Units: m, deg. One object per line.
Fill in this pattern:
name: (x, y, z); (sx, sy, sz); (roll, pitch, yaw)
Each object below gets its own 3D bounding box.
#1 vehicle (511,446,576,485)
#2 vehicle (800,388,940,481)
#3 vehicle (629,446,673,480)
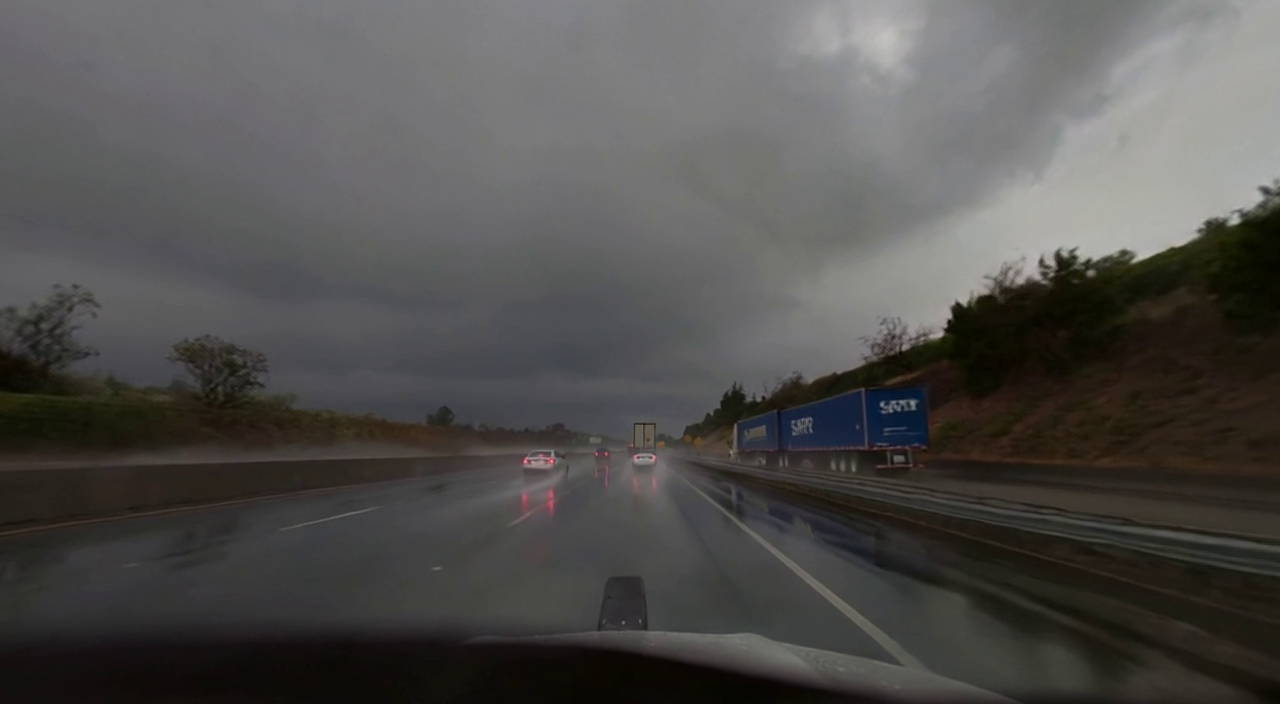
vehicle: (-3.986, 4.777, 26.876); (2.018, 1.504, 4.431); (0, -9, 1)
vehicle: (11.886, 4.677, 34.713); (2.926, 4.094, 13.856); (0, -9, 2)
vehicle: (0.463, 5.265, 30.034); (1.991, 1.507, 3.391); (0, -9, -1)
